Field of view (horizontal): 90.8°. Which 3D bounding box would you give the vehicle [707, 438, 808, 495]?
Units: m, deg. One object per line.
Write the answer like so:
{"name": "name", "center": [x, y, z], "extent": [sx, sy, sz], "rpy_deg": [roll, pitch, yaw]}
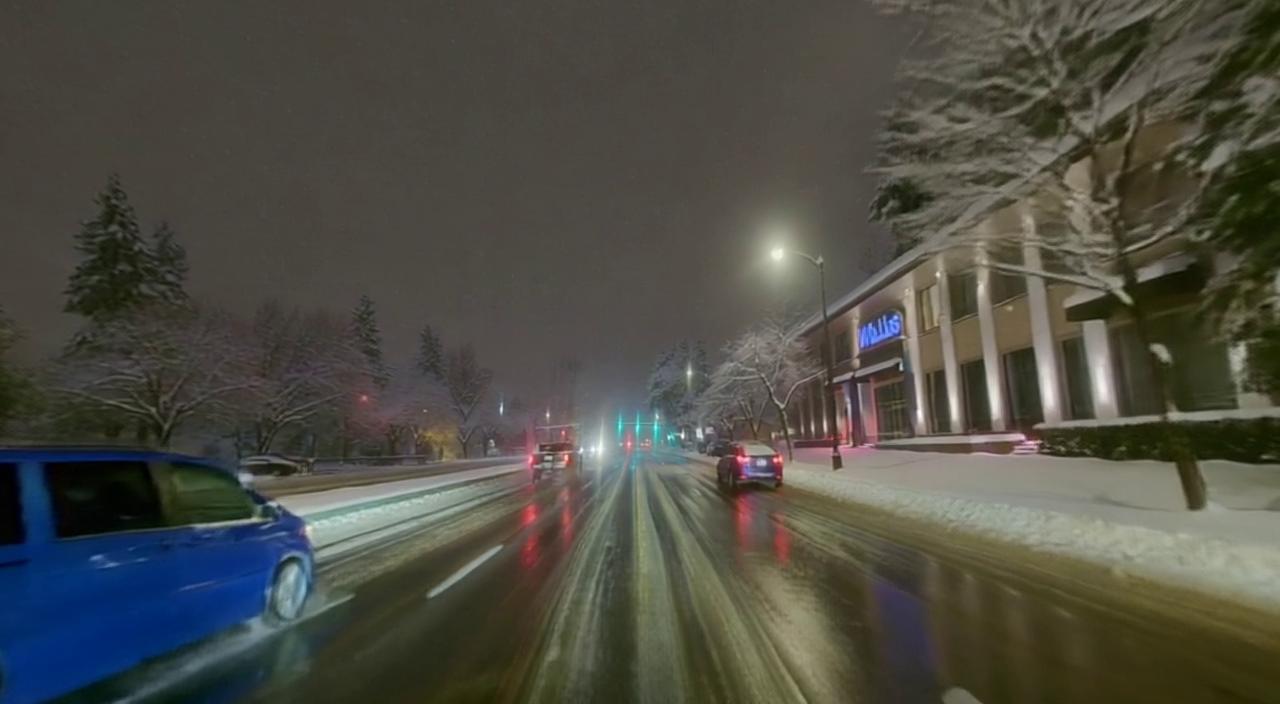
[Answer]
{"name": "vehicle", "center": [3.344, 3.358, 18.934], "extent": [1.961, 1.482, 4.538], "rpy_deg": [0, -8, -3]}

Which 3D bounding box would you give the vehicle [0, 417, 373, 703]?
{"name": "vehicle", "center": [-3.571, 1.180, 3.706], "extent": [2.060, 1.466, 4.387], "rpy_deg": [0, -8, 0]}

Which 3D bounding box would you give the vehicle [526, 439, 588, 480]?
{"name": "vehicle", "center": [-3.640, 4.823, 28.645], "extent": [2.145, 1.694, 4.642], "rpy_deg": [0, -8, 1]}
